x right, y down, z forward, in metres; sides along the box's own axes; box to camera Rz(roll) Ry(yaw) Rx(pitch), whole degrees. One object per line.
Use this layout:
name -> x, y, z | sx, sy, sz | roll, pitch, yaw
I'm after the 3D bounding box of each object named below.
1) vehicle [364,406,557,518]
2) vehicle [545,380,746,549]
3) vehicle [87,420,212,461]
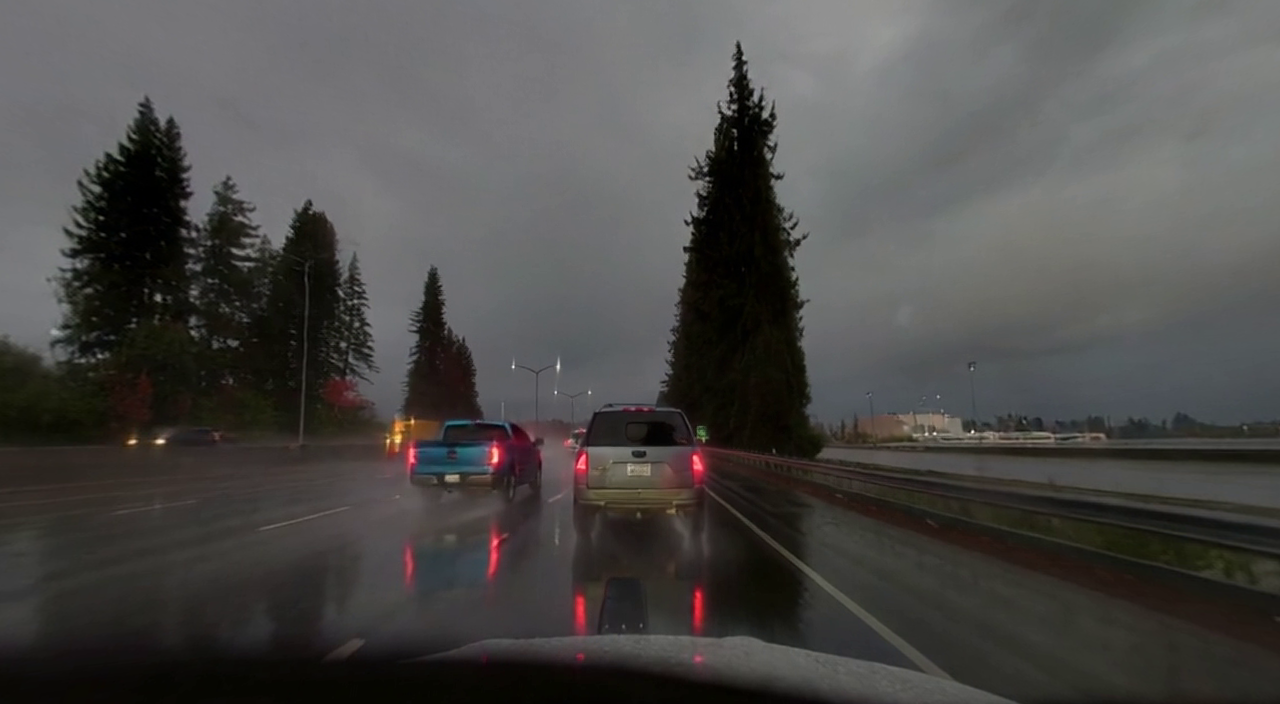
vehicle -> -3.346, 2.254, 13.449 | 2.235, 1.826, 6.106 | 0, -8, 1
vehicle -> 0.038, 1.690, 9.998 | 2.395, 2.013, 4.734 | 0, -8, -1
vehicle -> -25.126, 4.580, 32.606 | 2.386, 1.919, 4.884 | 0, -8, 2
